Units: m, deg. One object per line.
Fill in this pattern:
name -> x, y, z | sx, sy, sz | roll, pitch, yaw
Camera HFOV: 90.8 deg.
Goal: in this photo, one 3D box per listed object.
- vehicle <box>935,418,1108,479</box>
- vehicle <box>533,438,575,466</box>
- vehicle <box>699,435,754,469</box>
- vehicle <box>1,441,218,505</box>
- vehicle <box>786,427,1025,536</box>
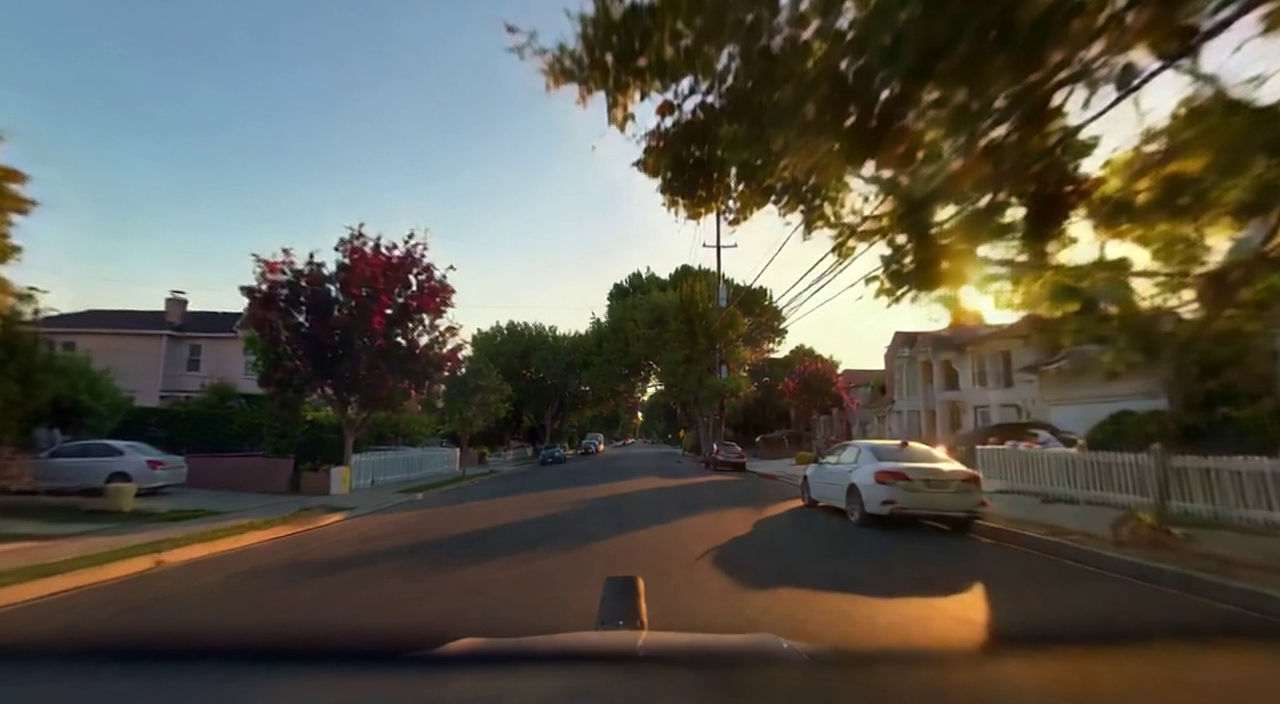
vehicle -> 12.461, 3.137, 20.894 | 4.329, 1.863, 2.059 | -1, -6, 1
vehicle -> -5.739, 6.699, 42.659 | 1.954, 1.551, 5.128 | -3, -7, 1
vehicle -> 4.218, 4.946, 31.428 | 2.020, 1.558, 3.925 | 0, -8, -2
vehicle -> -14.621, 3.334, 17.632 | 4.245, 1.649, 1.935 | 0, -9, 0
vehicle -> 4.209, 2.144, 11.208 | 1.936, 1.464, 5.141 | 0, -8, -1
